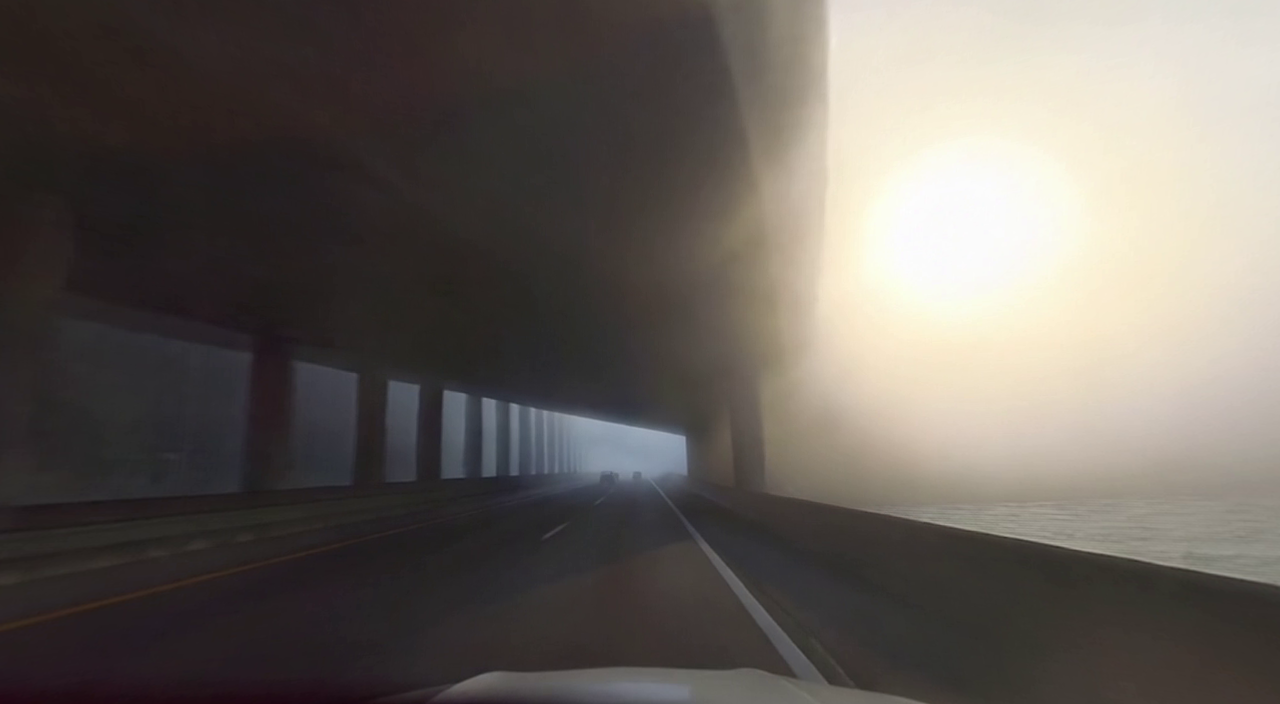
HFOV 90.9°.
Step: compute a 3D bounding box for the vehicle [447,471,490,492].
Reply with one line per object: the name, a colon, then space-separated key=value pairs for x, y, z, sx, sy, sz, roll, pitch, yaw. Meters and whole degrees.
vehicle: x=-12.384 y=9.359 z=45.716 sx=1.941 sy=1.429 sz=3.701 roll=0 pitch=-10 yaw=2
